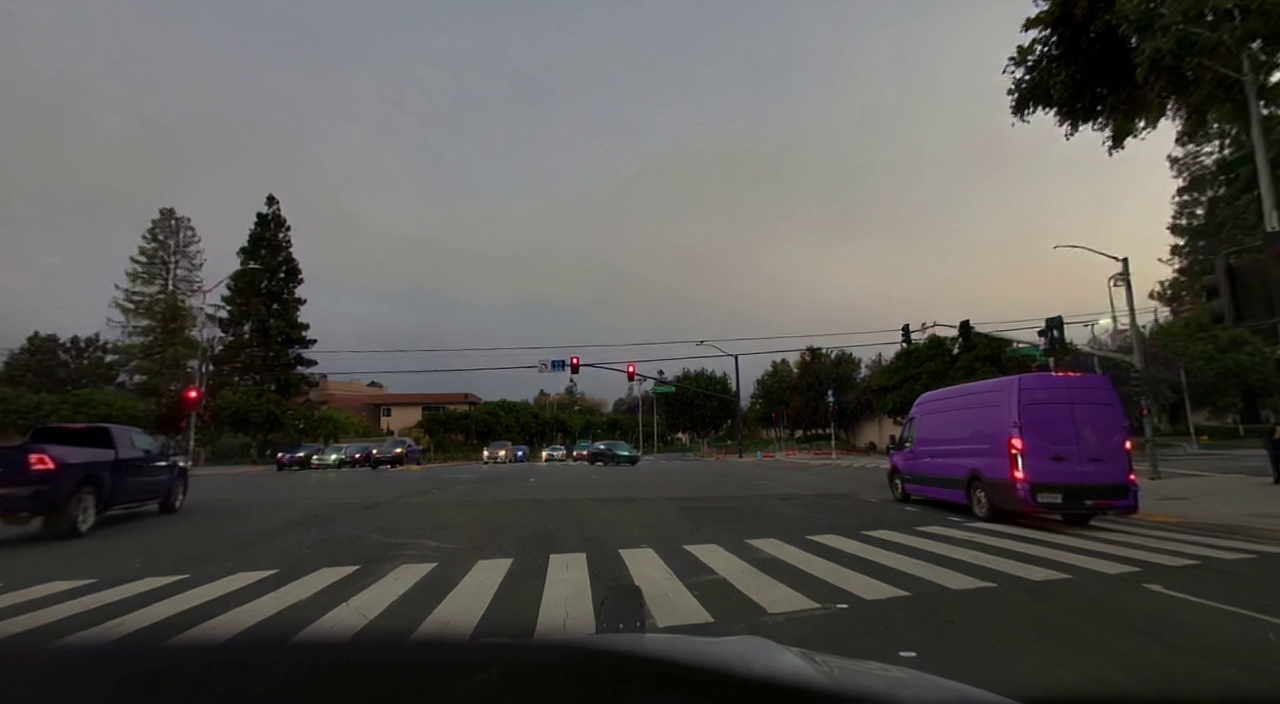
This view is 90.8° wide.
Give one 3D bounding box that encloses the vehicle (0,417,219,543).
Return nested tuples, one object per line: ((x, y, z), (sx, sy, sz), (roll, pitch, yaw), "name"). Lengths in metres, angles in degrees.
((-9.127, 2.037, 10.610), (2.115, 1.653, 4.553), (2, -9, -17), "vehicle")

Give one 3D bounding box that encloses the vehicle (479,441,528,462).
((-10.141, 7.466, 47.394), (2.097, 1.484, 4.596), (-1, -9, 8), "vehicle")

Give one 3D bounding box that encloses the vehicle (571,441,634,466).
((-2.265, 6.062, 37.850), (1.907, 1.409, 3.909), (6, -11, -37), "vehicle")

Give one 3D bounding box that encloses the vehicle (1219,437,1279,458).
((43.795, 6.887, 45.433), (4.010, 1.452, 1.800), (4, -10, -28), "vehicle")

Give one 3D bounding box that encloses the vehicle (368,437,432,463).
((-17.373, 7.144, 46.010), (2.189, 1.753, 4.785), (-1, -9, 8), "vehicle")

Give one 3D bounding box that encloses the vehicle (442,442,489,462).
((-13.175, 7.590, 47.859), (1.845, 1.426, 4.289), (-1, -9, 8), "vehicle")

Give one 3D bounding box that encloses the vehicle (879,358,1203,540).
((6.565, 1.733, 11.486), (2.332, 2.511, 5.326), (0, -9, 0), "vehicle")

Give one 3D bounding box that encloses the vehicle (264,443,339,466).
((-21.830, 6.643, 41.000), (1.859, 1.415, 4.591), (-1, -9, 8), "vehicle")
